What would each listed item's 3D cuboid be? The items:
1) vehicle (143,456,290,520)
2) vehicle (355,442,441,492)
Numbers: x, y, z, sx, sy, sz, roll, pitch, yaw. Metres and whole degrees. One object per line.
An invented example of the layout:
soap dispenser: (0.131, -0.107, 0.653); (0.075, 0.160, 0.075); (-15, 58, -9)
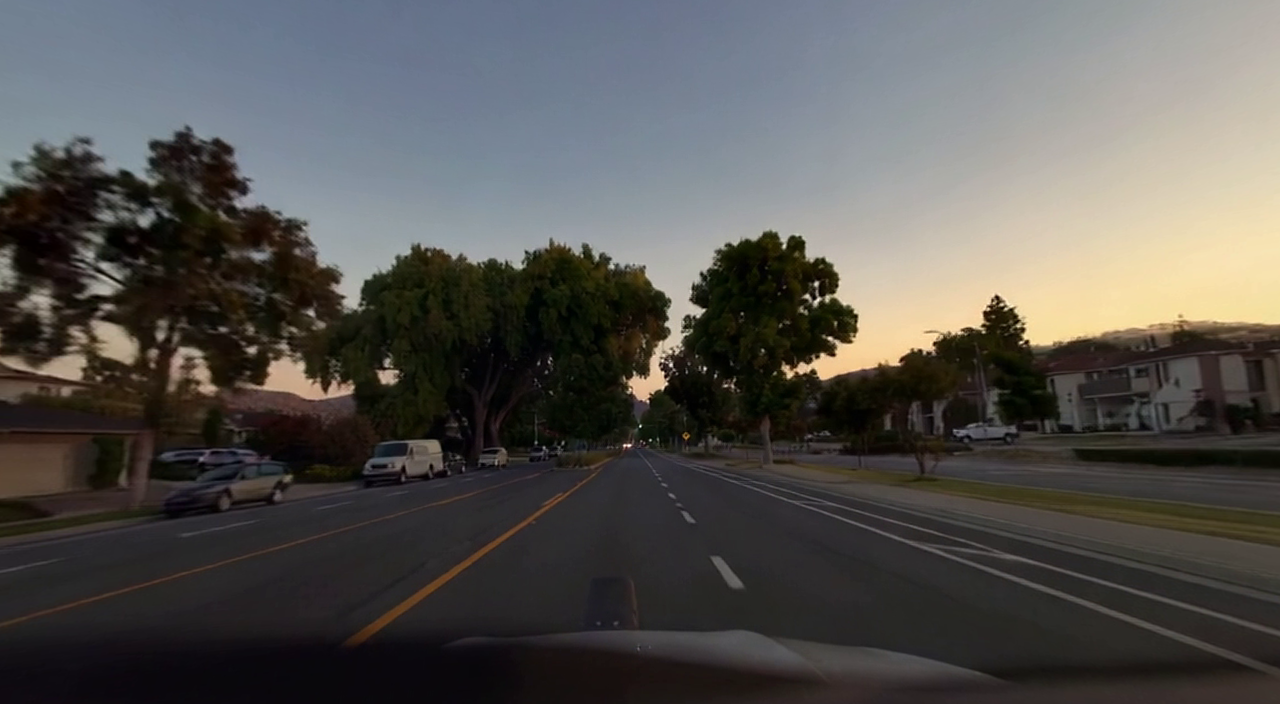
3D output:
vehicle: (-12.360, 3.942, 18.806); (1.762, 1.552, 3.901); (-2, -9, -2)
vehicle: (-12.396, 5.893, 32.840); (2.630, 2.286, 5.309); (-1, -9, -3)
